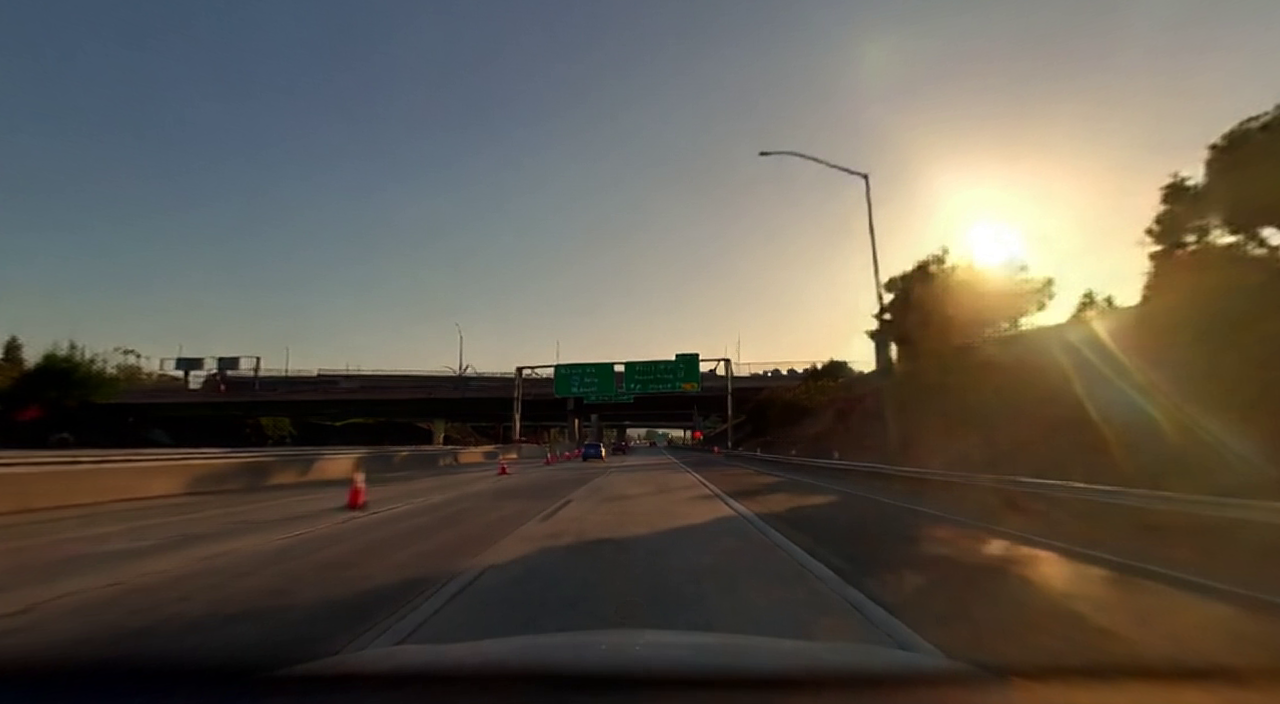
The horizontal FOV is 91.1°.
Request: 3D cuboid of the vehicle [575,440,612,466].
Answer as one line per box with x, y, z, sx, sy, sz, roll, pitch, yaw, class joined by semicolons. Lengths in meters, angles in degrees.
-2.963;6.561;40.957;2.078;1.629;4.059;0;-8;1;vehicle
